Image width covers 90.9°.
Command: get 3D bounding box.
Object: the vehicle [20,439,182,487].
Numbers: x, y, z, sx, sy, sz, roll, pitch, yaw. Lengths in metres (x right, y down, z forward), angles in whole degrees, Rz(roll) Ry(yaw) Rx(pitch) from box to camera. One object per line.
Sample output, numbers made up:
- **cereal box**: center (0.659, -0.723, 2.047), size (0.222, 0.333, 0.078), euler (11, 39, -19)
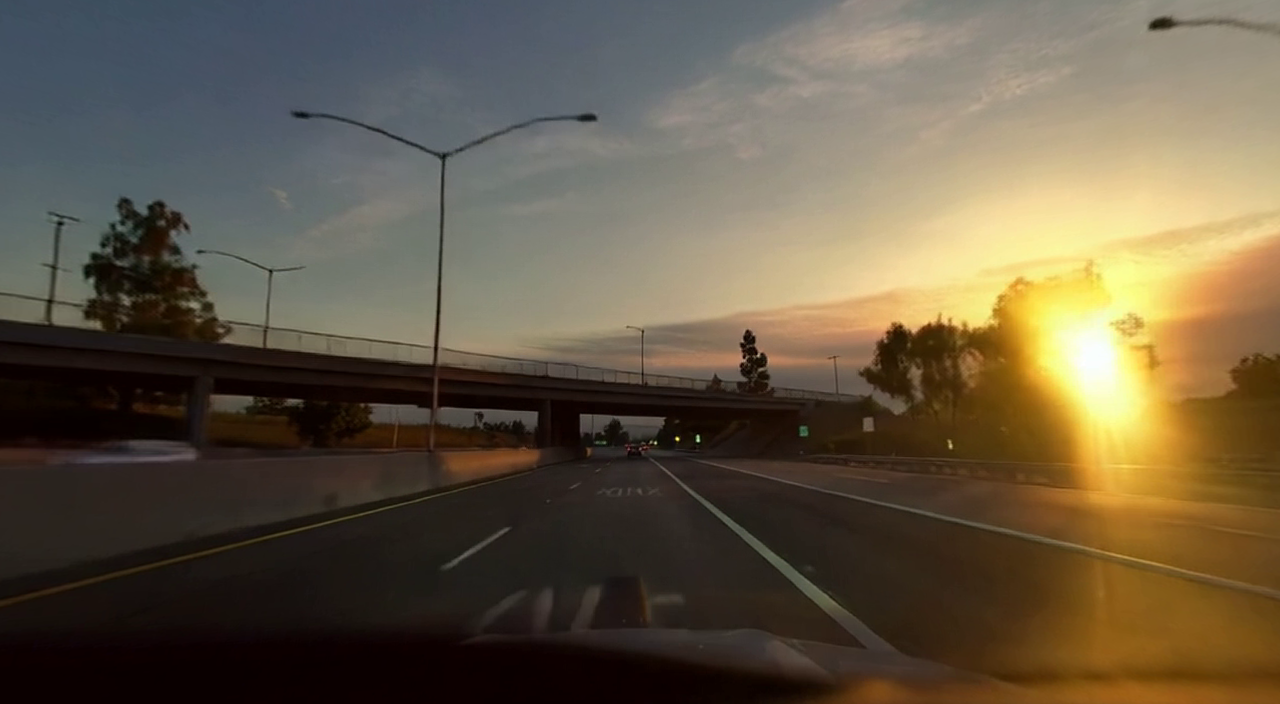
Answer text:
- **vehicle**: center (-18.373, 3.786, 21.821), size (1.804, 1.461, 4.269), euler (0, -9, 0)
